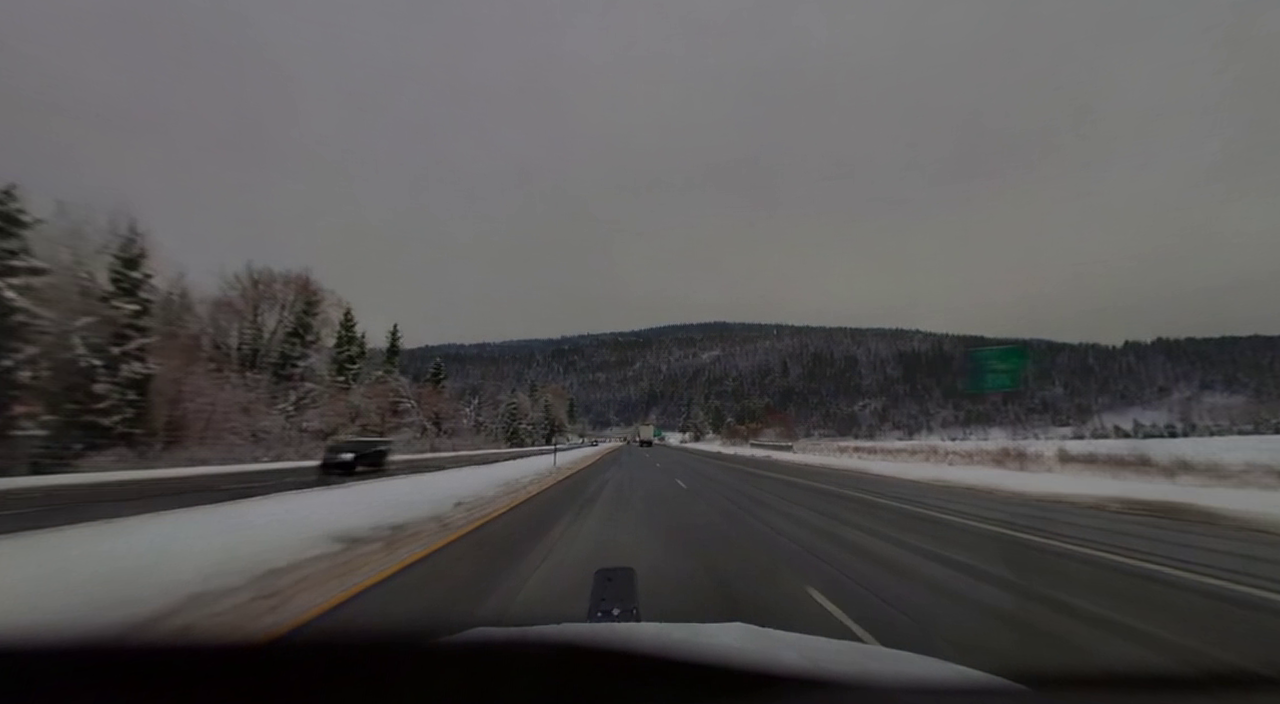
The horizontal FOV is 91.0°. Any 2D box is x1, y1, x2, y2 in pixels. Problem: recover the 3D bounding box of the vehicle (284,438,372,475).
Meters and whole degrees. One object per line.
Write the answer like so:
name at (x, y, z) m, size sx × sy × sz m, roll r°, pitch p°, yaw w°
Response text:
vehicle at (-13.587, 4.559, 27.689) m, size 1.858 × 1.507 × 3.929 m, roll 0°, pitch -8°, yaw -1°
